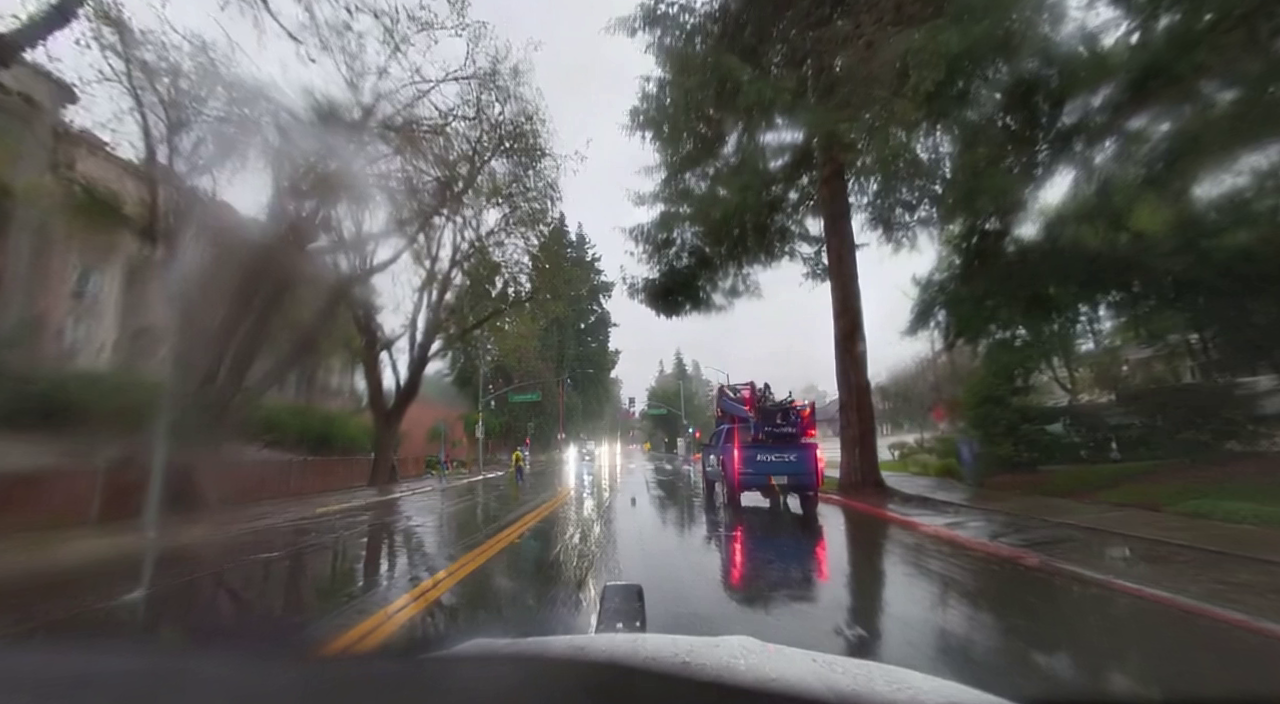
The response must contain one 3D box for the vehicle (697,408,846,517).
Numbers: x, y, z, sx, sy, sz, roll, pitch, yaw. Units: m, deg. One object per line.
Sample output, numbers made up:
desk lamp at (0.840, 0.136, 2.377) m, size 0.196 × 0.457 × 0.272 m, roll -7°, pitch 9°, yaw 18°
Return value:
vehicle at (2.715, 2.493, 14.639) m, size 2.177 × 2.015 × 5.463 m, roll 0°, pitch -9°, yaw -1°
